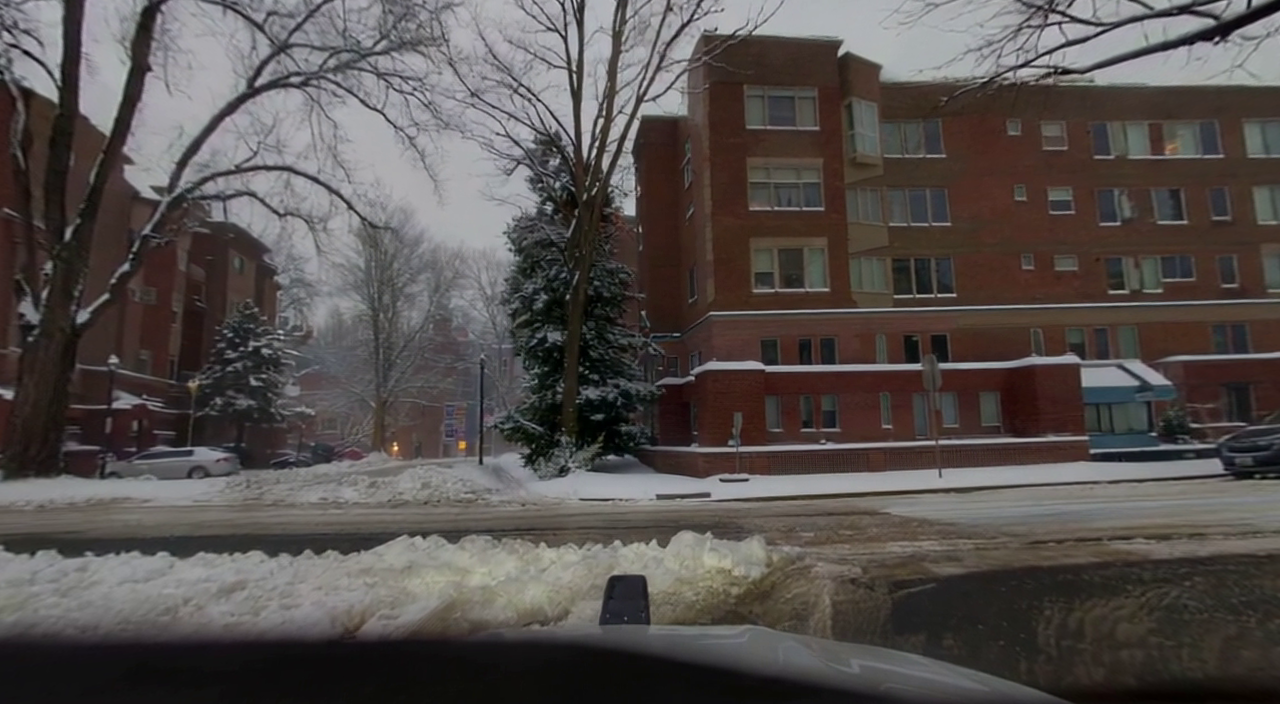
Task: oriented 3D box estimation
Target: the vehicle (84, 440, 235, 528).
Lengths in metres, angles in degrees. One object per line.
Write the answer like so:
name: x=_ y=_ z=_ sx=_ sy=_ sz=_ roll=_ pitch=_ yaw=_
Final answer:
vehicle: x=-10.558 y=2.714 z=13.707 sx=2.027 sy=1.475 sz=4.522 roll=4 pitch=-9 yaw=-44
